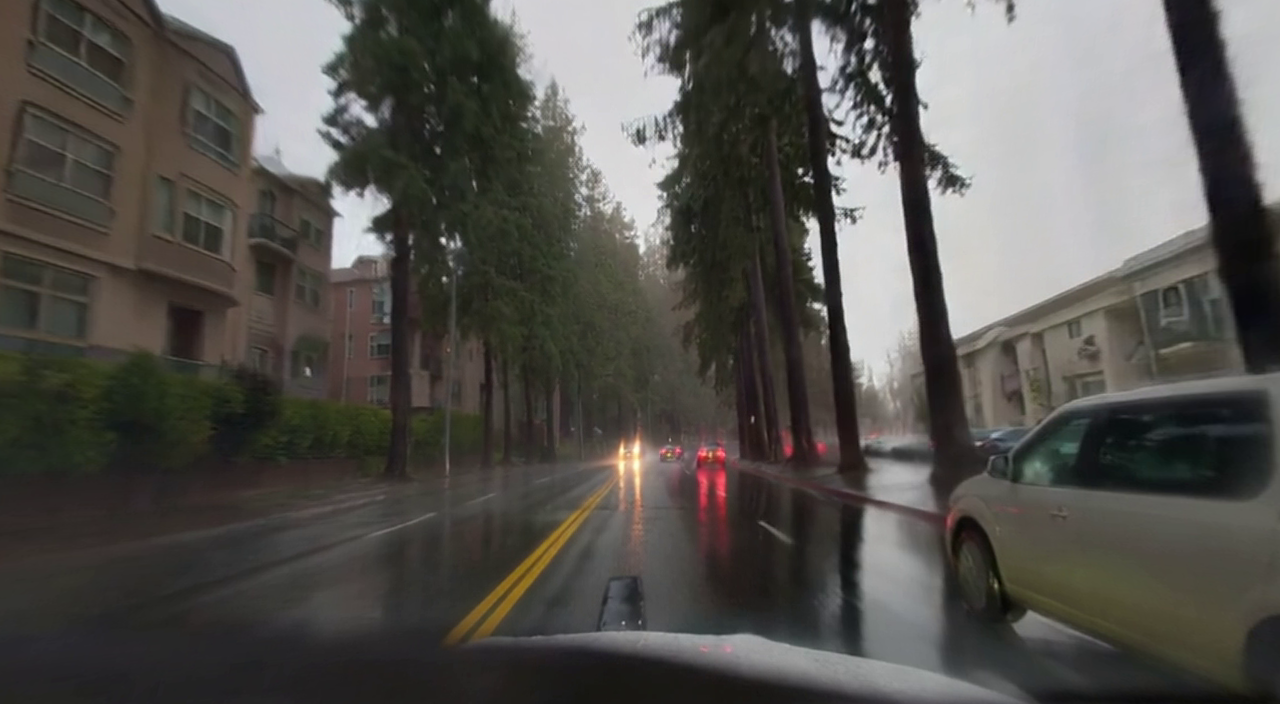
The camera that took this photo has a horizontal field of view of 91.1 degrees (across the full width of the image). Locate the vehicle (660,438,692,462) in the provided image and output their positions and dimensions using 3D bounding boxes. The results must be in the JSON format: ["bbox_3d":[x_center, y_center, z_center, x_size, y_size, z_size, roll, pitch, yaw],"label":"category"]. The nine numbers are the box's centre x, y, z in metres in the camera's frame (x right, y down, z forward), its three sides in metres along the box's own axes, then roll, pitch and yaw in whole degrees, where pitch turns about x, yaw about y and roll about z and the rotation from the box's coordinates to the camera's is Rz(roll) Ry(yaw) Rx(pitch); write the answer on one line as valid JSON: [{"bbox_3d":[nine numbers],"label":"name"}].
[{"bbox_3d":[2.912,7.774,49.868,2.158,1.852,4.485,-2,-8,8],"label":"vehicle"}]

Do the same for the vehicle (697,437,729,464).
[{"bbox_3d":[4.961,6.765,43.229,2.069,1.791,4.422,-1,-8,5],"label":"vehicle"}]

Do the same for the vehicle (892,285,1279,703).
[{"bbox_3d":[3.312,0.810,2.799,2.219,1.881,5.104,0,-8,0],"label":"vehicle"}]
